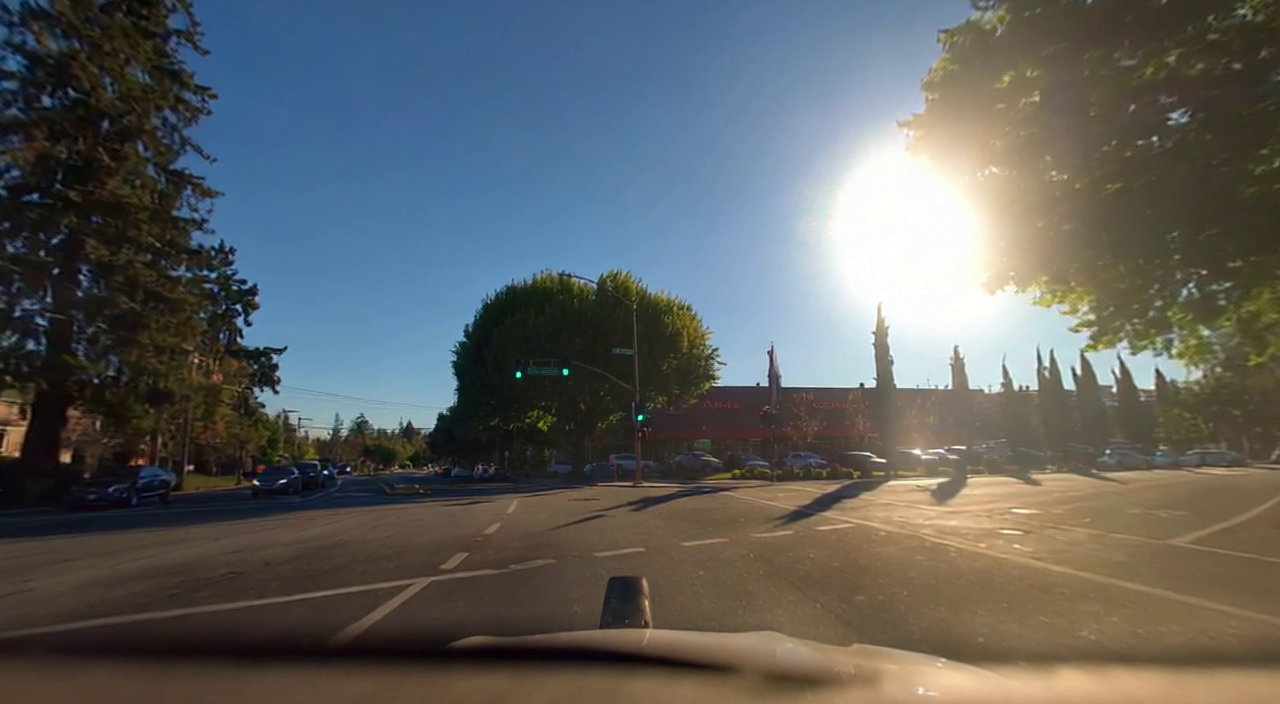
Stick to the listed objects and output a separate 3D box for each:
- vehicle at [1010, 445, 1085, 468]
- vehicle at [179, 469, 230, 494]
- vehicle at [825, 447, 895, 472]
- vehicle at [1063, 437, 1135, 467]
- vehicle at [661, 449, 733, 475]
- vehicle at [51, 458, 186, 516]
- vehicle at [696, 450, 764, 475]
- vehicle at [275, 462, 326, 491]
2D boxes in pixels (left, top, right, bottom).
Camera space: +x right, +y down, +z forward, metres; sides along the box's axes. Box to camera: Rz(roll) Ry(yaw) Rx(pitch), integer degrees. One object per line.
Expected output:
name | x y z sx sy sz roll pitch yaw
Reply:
vehicle | 32.095 8.181 49.673 2.100 1.740 4.454 8 -12 -42
vehicle | -30.808 9.134 44.757 1.842 1.474 4.712 3 -9 -21
vehicle | 15.741 7.657 45.069 4.530 1.696 1.979 4 -10 -26
vehicle | 30.251 6.546 41.481 4.781 1.849 2.355 6 -11 -36
vehicle | 4.344 8.289 47.770 5.314 1.829 2.018 6 -10 -33
vehicle | -19.236 4.935 23.578 2.124 1.793 4.709 3 -9 -17
vehicle | 6.498 7.943 45.399 4.375 1.685 2.045 4 -9 -24
vehicle | -20.402 7.483 38.068 1.961 1.492 4.702 3 -9 -20
